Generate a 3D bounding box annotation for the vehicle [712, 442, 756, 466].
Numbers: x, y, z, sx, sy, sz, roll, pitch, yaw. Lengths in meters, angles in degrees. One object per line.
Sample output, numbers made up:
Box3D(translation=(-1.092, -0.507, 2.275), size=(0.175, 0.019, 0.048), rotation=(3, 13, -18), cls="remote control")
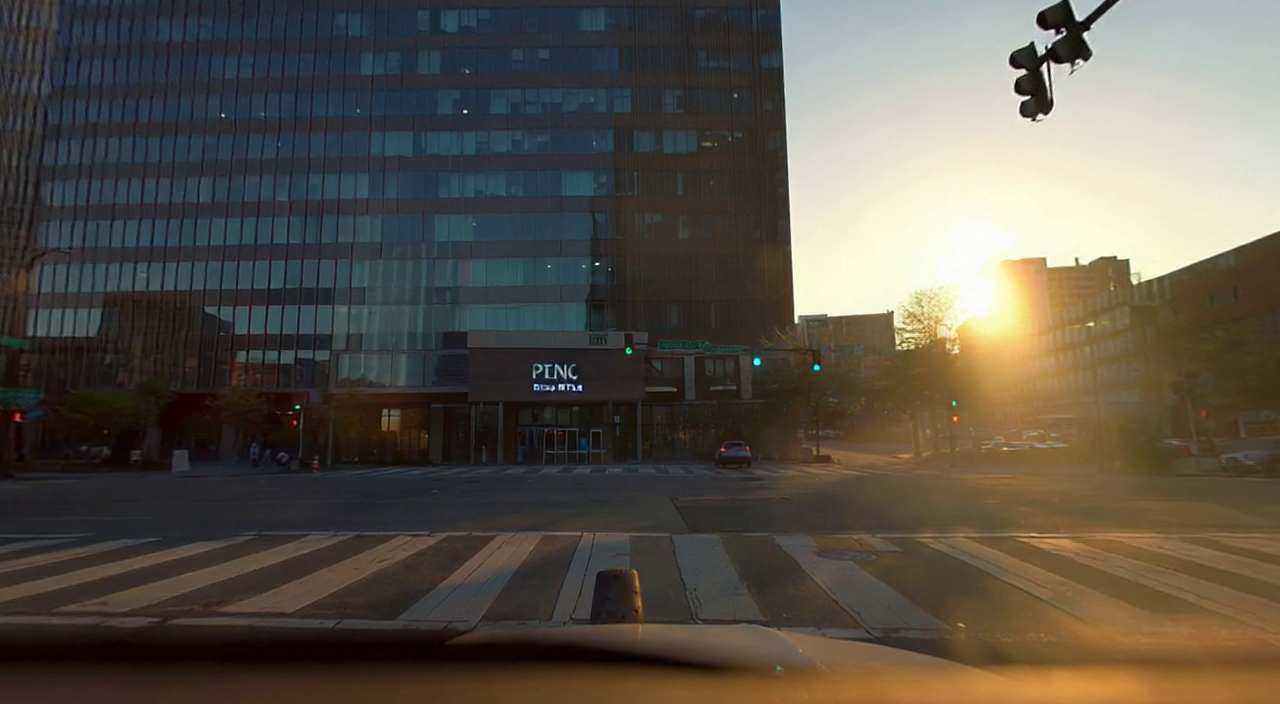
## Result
Box3D(translation=(5.992, 6.570, 40.945), size=(1.988, 1.466, 4.529), rotation=(0, -8, -2), cls="vehicle")
